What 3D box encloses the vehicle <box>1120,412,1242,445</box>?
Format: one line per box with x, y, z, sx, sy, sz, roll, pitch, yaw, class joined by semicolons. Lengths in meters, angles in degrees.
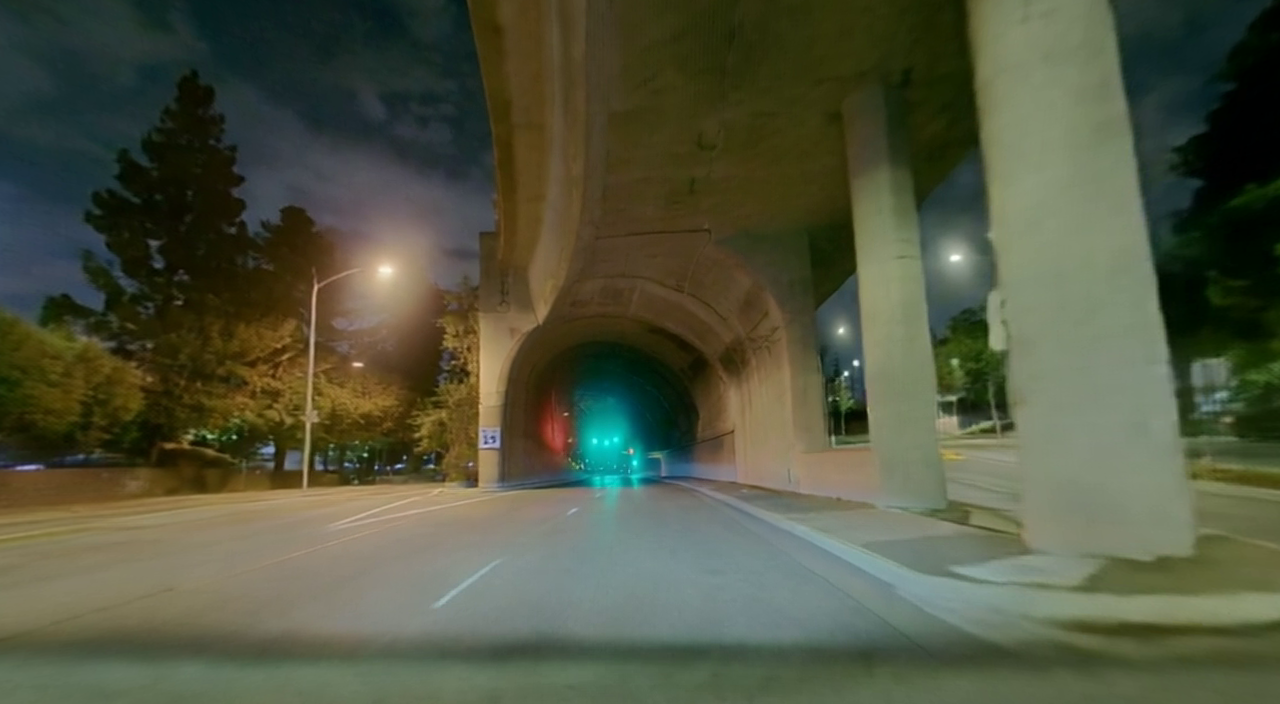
25.311;3.635;29.790;1.931;1.465;4.207;0;-8;-3;vehicle
